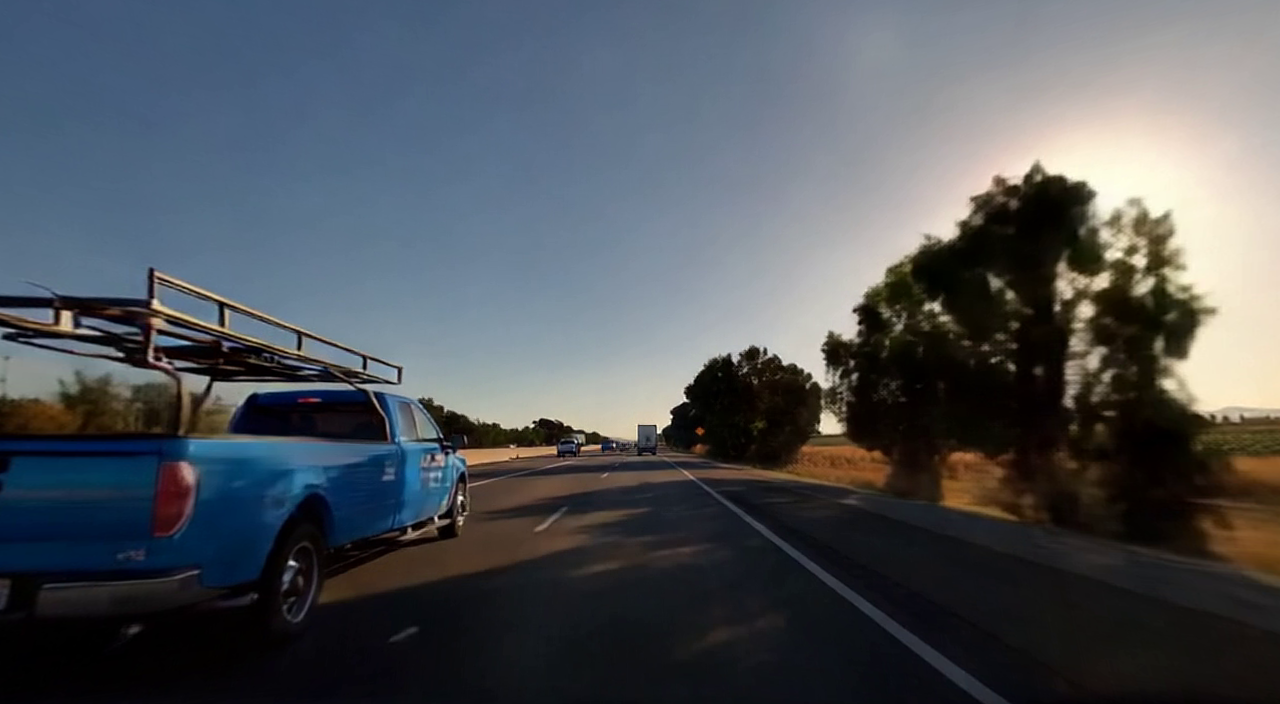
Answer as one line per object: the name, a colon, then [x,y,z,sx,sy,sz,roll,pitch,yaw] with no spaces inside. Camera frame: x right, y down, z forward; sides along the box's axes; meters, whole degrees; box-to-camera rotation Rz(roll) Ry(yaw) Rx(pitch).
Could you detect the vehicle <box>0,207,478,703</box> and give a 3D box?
vehicle: [-3.775,1.066,5.676,2.791,2.330,6.725,0,-8,0]
